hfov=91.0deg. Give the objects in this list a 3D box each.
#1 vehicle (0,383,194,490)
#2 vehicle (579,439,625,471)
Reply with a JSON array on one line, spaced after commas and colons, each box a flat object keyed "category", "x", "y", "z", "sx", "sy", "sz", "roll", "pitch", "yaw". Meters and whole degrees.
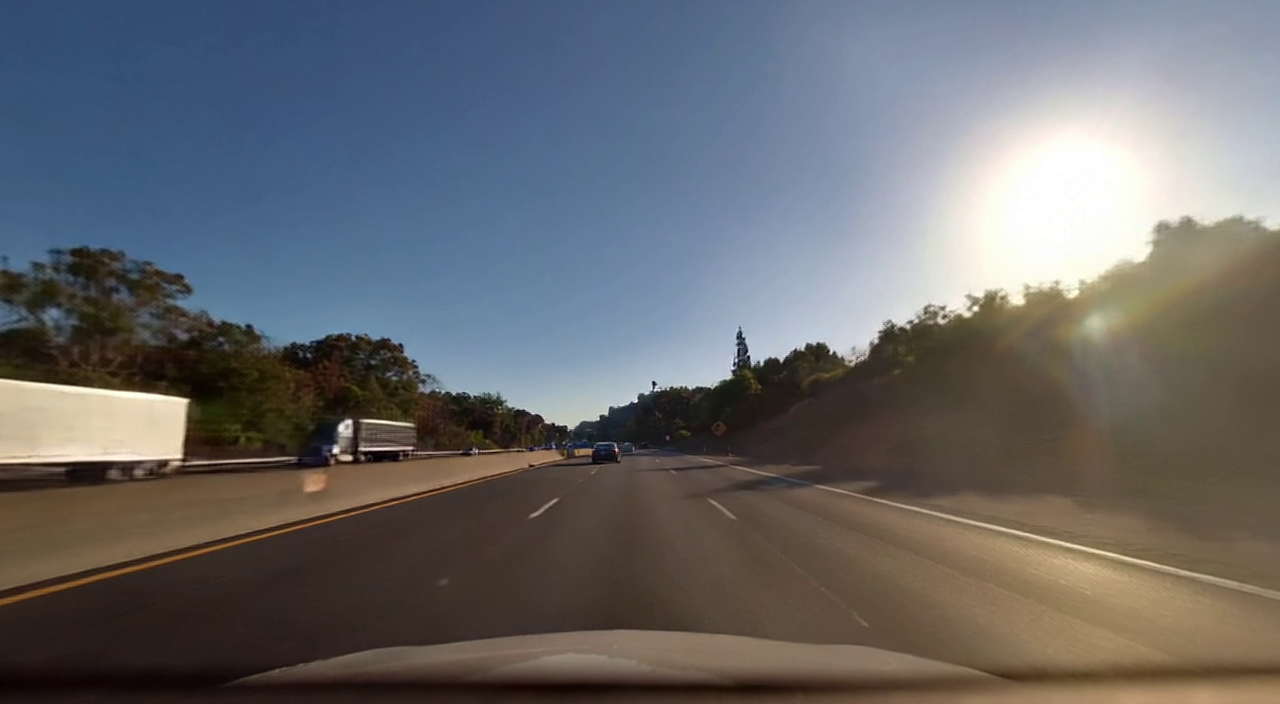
[{"category": "vehicle", "x": -24.543, "y": 3.827, "z": 28.296, "sx": 2.864, "sy": 4.070, "sz": 8.268, "roll": 0, "pitch": -8, "yaw": -1}, {"category": "vehicle", "x": -1.977, "y": 5.447, "z": 33.613, "sx": 2.158, "sy": 1.562, "sz": 4.373, "roll": -1, "pitch": -8, "yaw": 0}]
